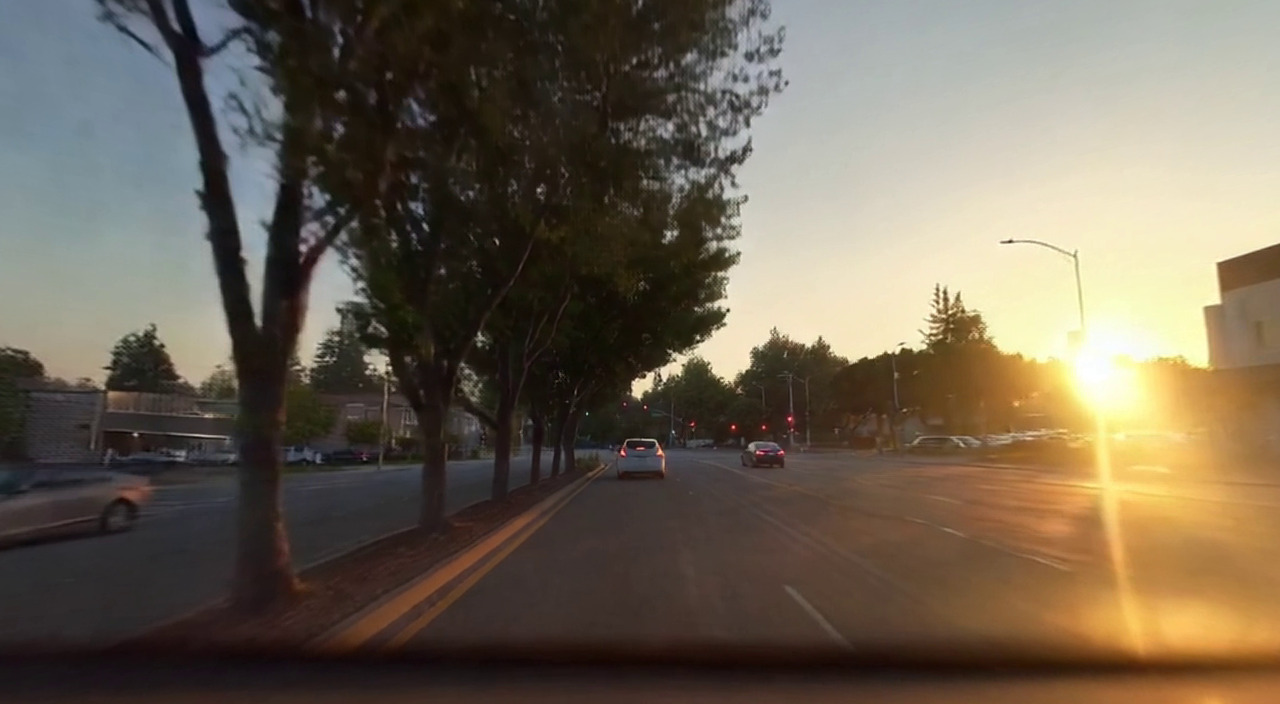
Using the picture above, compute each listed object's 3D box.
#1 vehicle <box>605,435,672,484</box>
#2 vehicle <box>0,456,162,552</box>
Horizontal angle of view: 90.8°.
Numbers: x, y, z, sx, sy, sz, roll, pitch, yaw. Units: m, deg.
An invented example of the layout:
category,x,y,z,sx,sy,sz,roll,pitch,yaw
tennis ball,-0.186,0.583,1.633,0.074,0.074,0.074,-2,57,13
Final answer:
category,x,y,z,sx,sy,sz,roll,pitch,yaw
vehicle,-0.074,3.636,21.622,2.064,1.477,3.968,0,-9,-1
vehicle,-11.318,2.684,11.456,1.907,1.485,4.293,0,-9,0
